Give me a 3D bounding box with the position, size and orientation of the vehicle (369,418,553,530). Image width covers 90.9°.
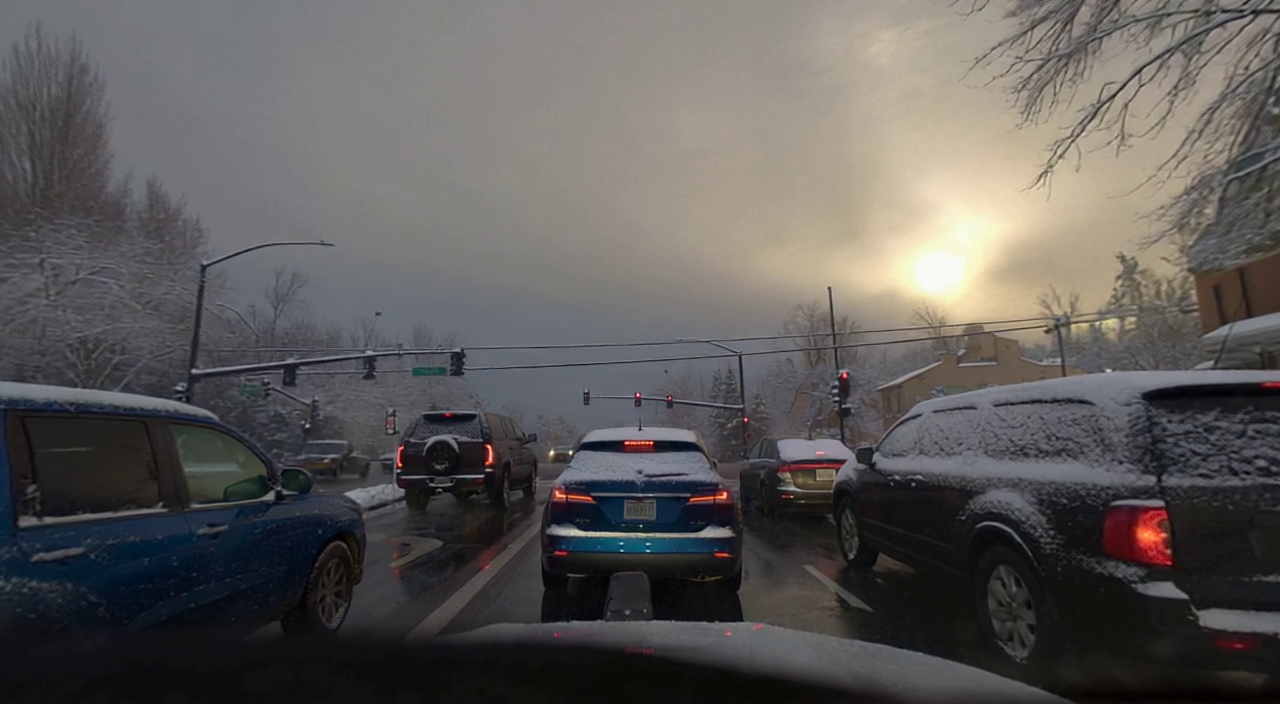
[{"bbox_3d":[-3.184,2.301,12.446,2.117,1.772,4.619,0,-8,2],"label":"vehicle"}]

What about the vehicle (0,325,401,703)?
[{"bbox_3d":[-3.117,0.956,3.295,1.982,1.721,4.261,0,-8,1],"label":"vehicle"}]

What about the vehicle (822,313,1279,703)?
[{"bbox_3d":[3.220,1.101,4.729,2.141,1.833,4.704,0,-8,-2],"label":"vehicle"}]

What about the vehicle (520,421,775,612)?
[{"bbox_3d":[0.023,1.601,7.049,2.021,1.490,3.948,0,-8,-1],"label":"vehicle"}]
